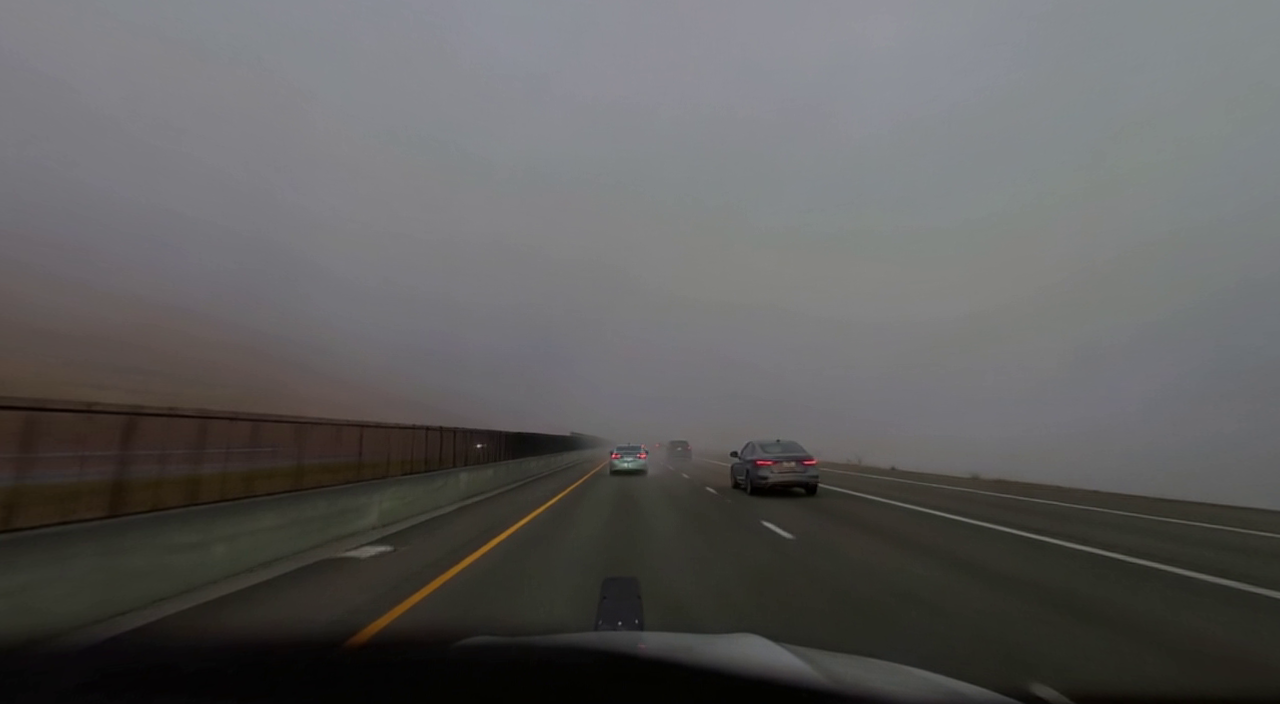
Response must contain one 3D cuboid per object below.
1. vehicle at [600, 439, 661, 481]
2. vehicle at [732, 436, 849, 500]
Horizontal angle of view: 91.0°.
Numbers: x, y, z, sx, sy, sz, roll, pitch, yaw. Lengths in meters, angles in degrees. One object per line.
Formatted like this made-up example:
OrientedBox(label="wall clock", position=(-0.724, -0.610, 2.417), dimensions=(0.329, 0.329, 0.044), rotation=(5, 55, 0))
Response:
OrientedBox(label="vehicle", position=(-0.333, 4.014, 23.618), dimensions=(2.085, 1.449, 3.860), rotation=(0, -8, 0))
OrientedBox(label="vehicle", position=(3.796, 3.007, 16.725), dimensions=(1.957, 1.447, 4.241), rotation=(0, -8, -1))
